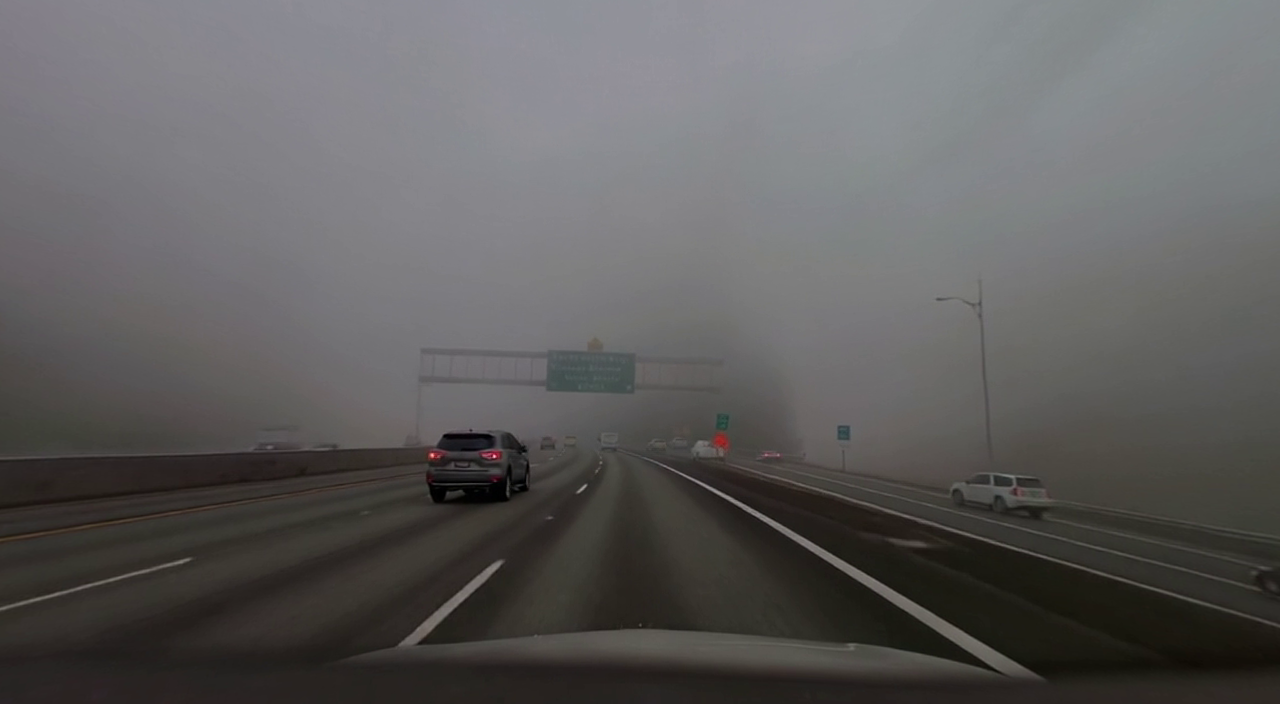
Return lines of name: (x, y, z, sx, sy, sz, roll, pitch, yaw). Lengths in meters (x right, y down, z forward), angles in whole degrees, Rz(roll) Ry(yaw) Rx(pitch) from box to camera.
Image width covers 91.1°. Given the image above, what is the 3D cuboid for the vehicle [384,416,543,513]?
vehicle: (-3.681, 2.475, 14.245, 2.142, 1.789, 5.009, 0, -8, 0)
